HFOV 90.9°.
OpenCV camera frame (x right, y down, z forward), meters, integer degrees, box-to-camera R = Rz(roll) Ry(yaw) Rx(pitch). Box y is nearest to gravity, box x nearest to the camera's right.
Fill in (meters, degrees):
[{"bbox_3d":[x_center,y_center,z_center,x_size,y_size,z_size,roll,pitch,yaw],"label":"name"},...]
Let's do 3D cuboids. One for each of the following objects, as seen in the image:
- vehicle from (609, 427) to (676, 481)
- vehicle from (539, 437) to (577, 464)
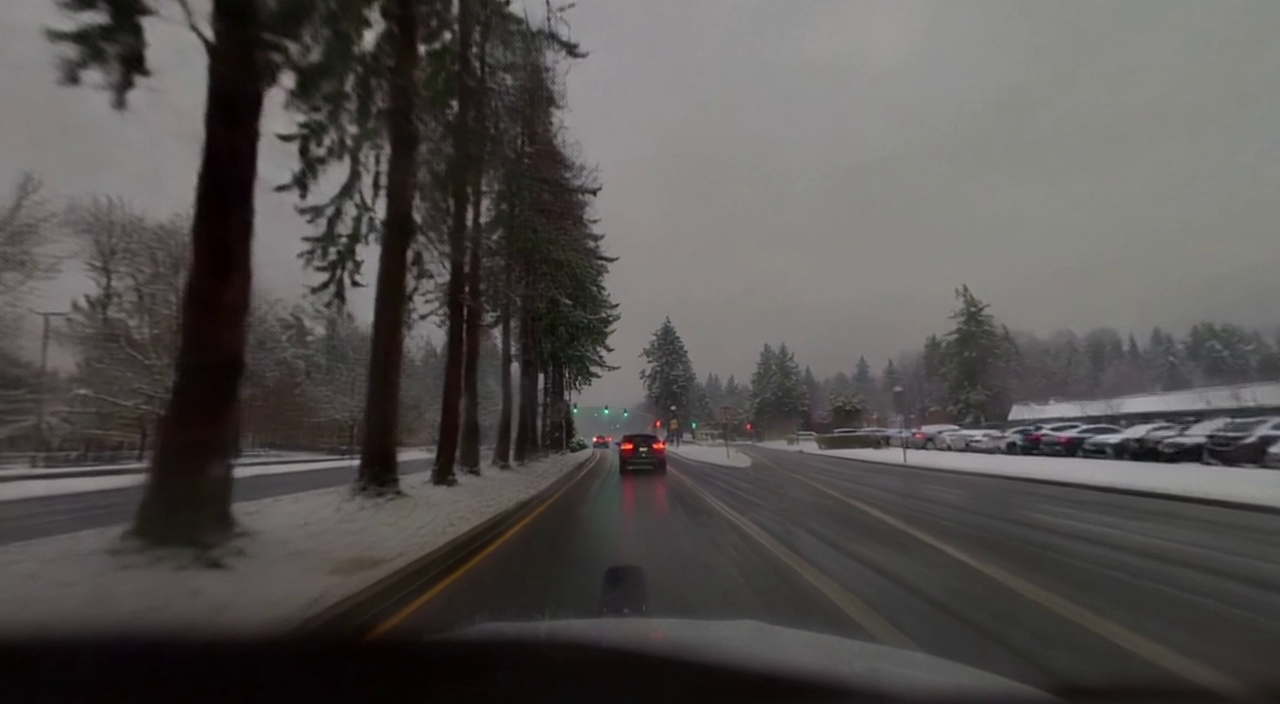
[{"bbox_3d":[0.024,3.518,21.995,2.135,1.691,3.884,0,-8,-2],"label":"vehicle"},{"bbox_3d":[-5.043,6.117,39.251,1.950,1.563,3.727,0,-8,-2],"label":"vehicle"}]
